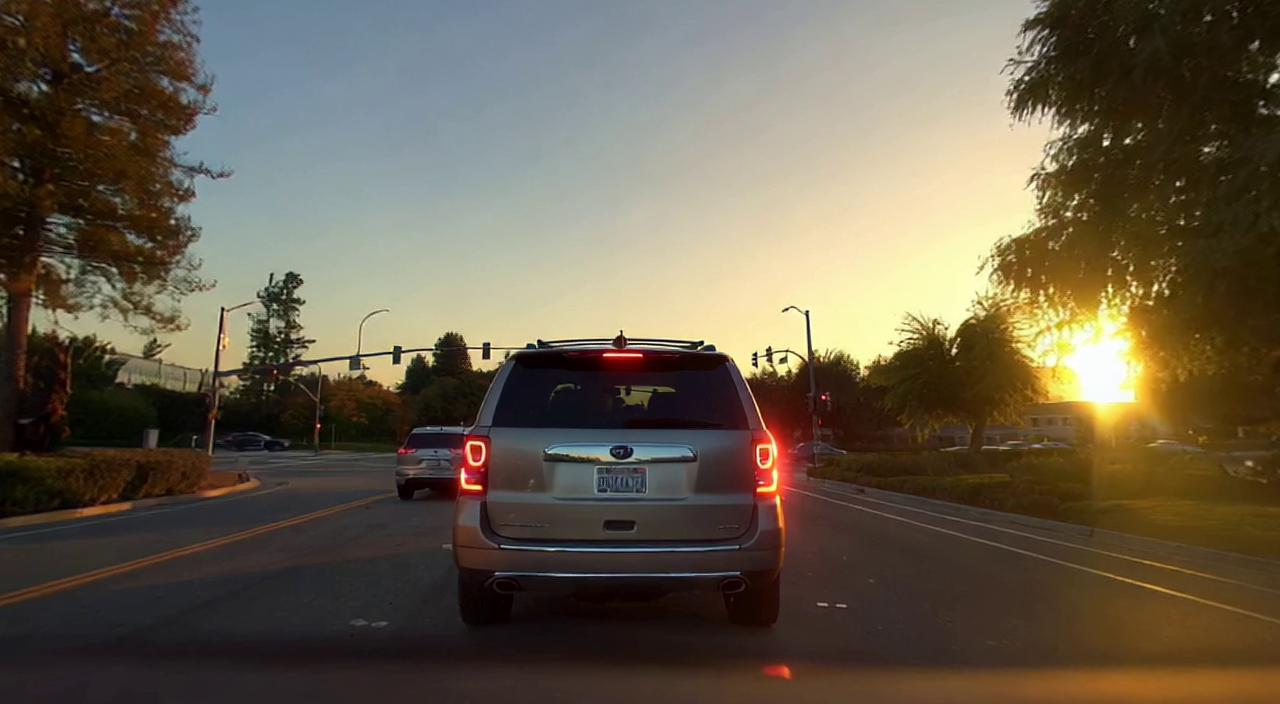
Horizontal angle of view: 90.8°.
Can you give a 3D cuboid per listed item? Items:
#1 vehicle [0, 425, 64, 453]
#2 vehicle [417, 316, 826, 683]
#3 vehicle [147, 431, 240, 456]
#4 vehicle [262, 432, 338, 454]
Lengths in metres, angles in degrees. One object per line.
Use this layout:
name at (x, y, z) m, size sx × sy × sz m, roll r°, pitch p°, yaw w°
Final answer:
vehicle at (-38.228, 5.338, 38.689) m, size 3.926 × 1.536 × 1.731 m, roll -1°, pitch -9°, yaw -7°
vehicle at (-0.247, 1.162, 6.019) m, size 2.333 × 2.087 × 4.586 m, roll 1°, pitch -8°, yaw -4°
vehicle at (-28.734, 5.922, 40.768) m, size 4.435 × 1.574 × 1.816 m, roll 1°, pitch -9°, yaw -9°
vehicle at (-25.954, 6.961, 48.317) m, size 4.576 × 1.632 × 1.960 m, roll 1°, pitch -9°, yaw -8°
